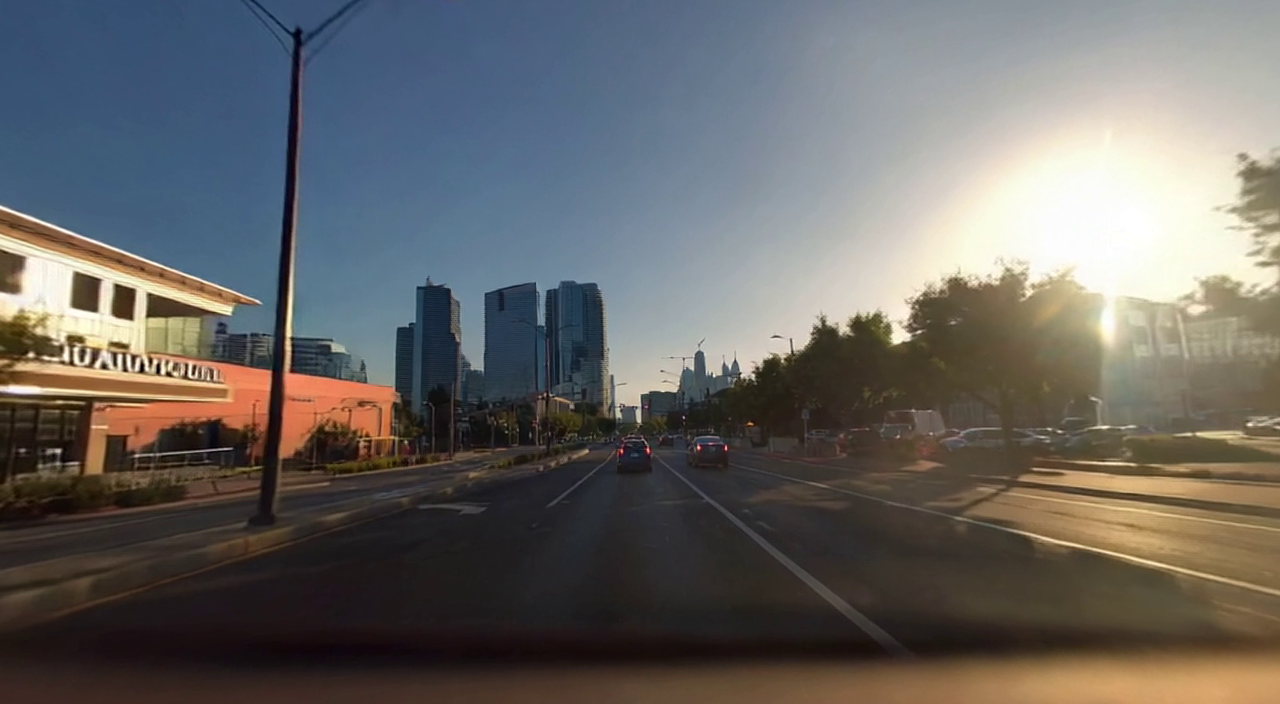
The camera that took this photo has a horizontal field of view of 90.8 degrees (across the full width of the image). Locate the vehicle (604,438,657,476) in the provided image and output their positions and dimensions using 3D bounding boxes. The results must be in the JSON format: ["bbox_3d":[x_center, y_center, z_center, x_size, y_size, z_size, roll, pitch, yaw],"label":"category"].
[{"bbox_3d":[-0.423,4.497,27.414,2.110,1.476,4.294,0,-8,-1],"label":"vehicle"}]

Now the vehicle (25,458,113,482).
[{"bbox_3d":[-43.052,8.922,47.699,4.568,1.660,2.025,0,-8,-2],"label":"vehicle"}]

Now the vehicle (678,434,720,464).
[{"bbox_3d":[3.507,5.868,38.242,2.100,1.683,4.231,0,-8,-1],"label":"vehicle"}]

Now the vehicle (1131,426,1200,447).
[{"bbox_3d":[38.393,6.203,46.275,1.656,1.427,4.042,-1,-8,1],"label":"vehicle"}]

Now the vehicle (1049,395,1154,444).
[{"bbox_3d":[33.178,4.986,45.799,2.744,3.127,6.009,0,-10,-2],"label":"vehicle"}]
